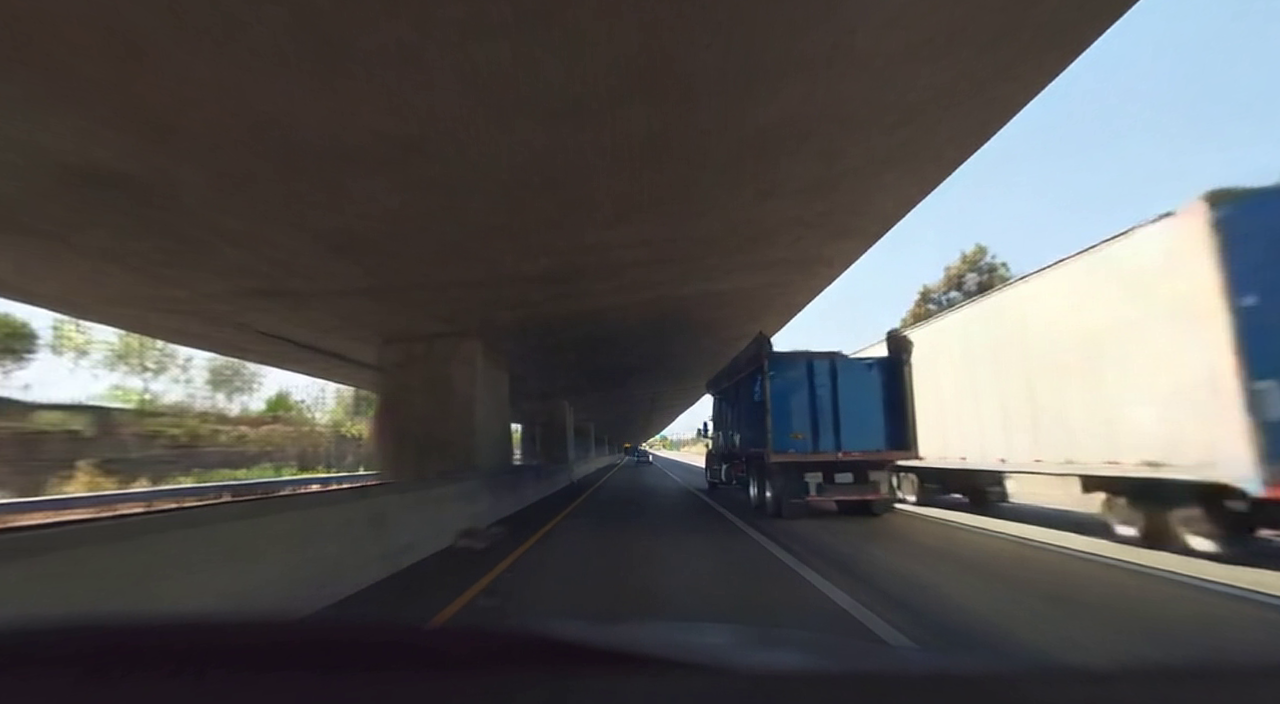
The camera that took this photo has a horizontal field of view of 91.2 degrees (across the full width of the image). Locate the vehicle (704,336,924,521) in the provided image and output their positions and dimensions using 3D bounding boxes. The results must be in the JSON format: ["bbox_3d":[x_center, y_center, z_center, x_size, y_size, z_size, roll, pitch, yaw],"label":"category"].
[{"bbox_3d":[3.515,1.945,15.203,2.859,3.332,7.735,0,-9,-2],"label":"vehicle"}]

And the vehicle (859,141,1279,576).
[{"bbox_3d":[7.922,0.826,11.441,3.268,4.172,12.771,-1,-8,1],"label":"vehicle"}]
